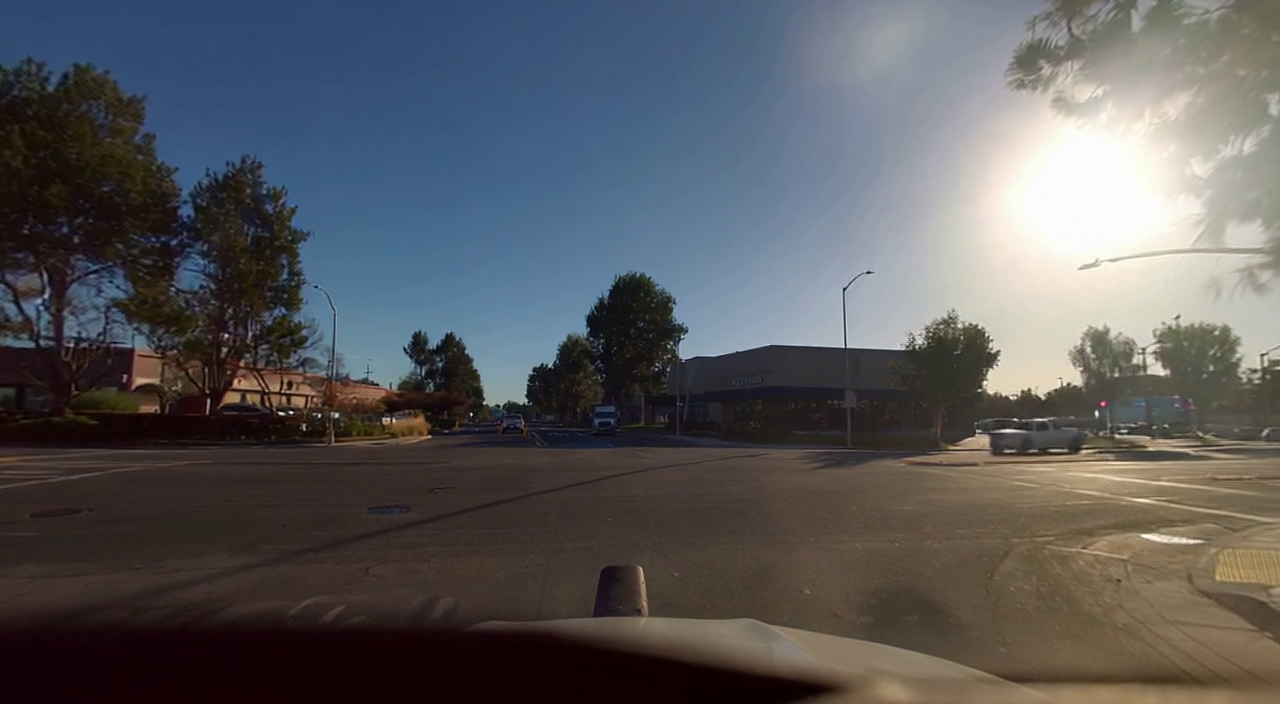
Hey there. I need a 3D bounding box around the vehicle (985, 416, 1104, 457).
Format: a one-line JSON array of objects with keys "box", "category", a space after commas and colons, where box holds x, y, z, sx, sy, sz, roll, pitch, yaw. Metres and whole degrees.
[{"box": [19.496, 4.093, 30.234, 5.333, 1.837, 2.124, 4, -9, -24], "category": "vehicle"}]

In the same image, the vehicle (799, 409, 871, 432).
[{"box": [13.666, 4.854, 44.020, 4.674, 1.483, 1.745, 3, -9, -21], "category": "vehicle"}]
